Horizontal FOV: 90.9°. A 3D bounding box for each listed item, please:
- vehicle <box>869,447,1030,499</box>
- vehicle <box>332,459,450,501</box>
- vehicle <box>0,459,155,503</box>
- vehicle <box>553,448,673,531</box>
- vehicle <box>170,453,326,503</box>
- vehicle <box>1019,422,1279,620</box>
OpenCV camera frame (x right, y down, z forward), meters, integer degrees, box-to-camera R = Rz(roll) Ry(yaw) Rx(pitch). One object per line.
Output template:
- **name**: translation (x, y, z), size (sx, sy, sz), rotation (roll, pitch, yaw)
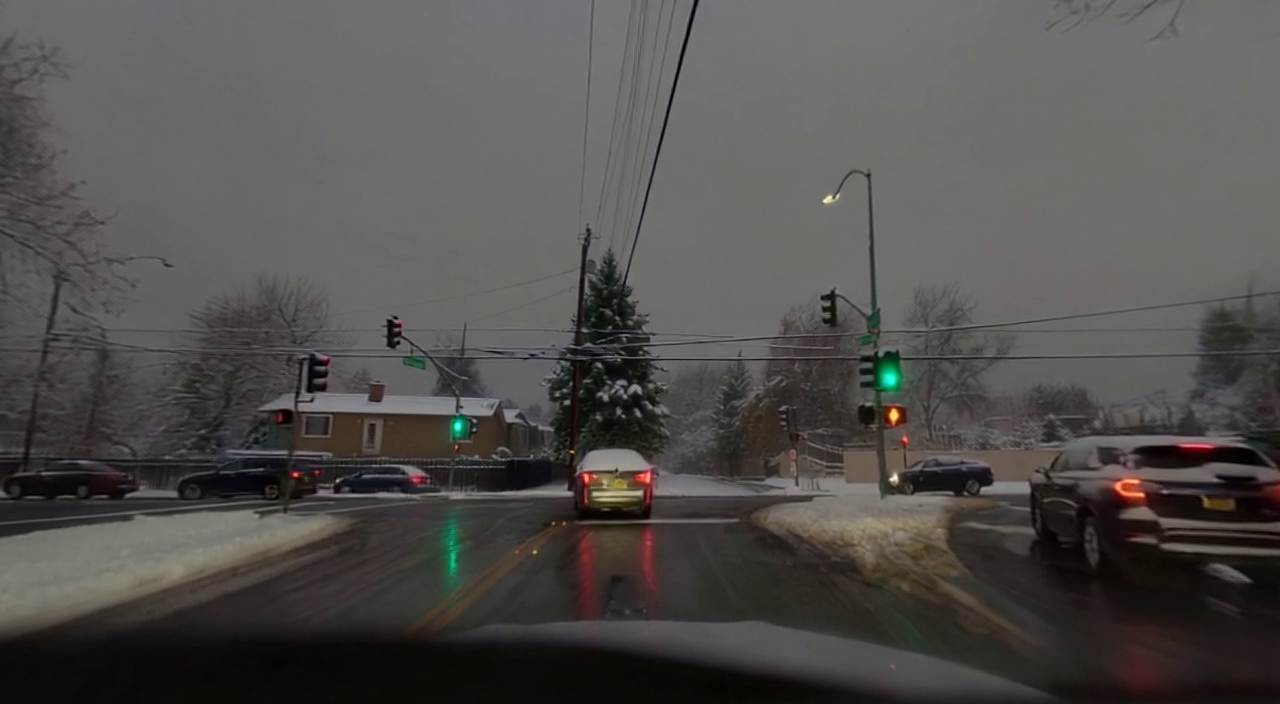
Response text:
- **vehicle**: translation (10.827, 4.255, 22.414), size (4.600, 1.722, 2.074), rotation (-1, -8, 6)
- **vehicle**: translation (-10.378, 5.275, 26.300), size (4.343, 1.492, 2.063), rotation (-4, -9, 24)
- **vehicle**: translation (-21.356, 4.833, 23.854), size (4.736, 1.475, 1.921), rotation (-1, -8, 9)
- **vehicle**: translation (-0.805, 2.956, 14.278), size (2.078, 1.506, 4.512), rotation (2, -8, -11)
- **vehicle**: translation (-14.124, 4.522, 22.864), size (4.485, 1.625, 1.980), rotation (-1, -8, 9)
- **vehicle**: translation (6.360, 1.816, 7.822), size (1.969, 1.738, 4.515), rotation (-3, -9, 21)
